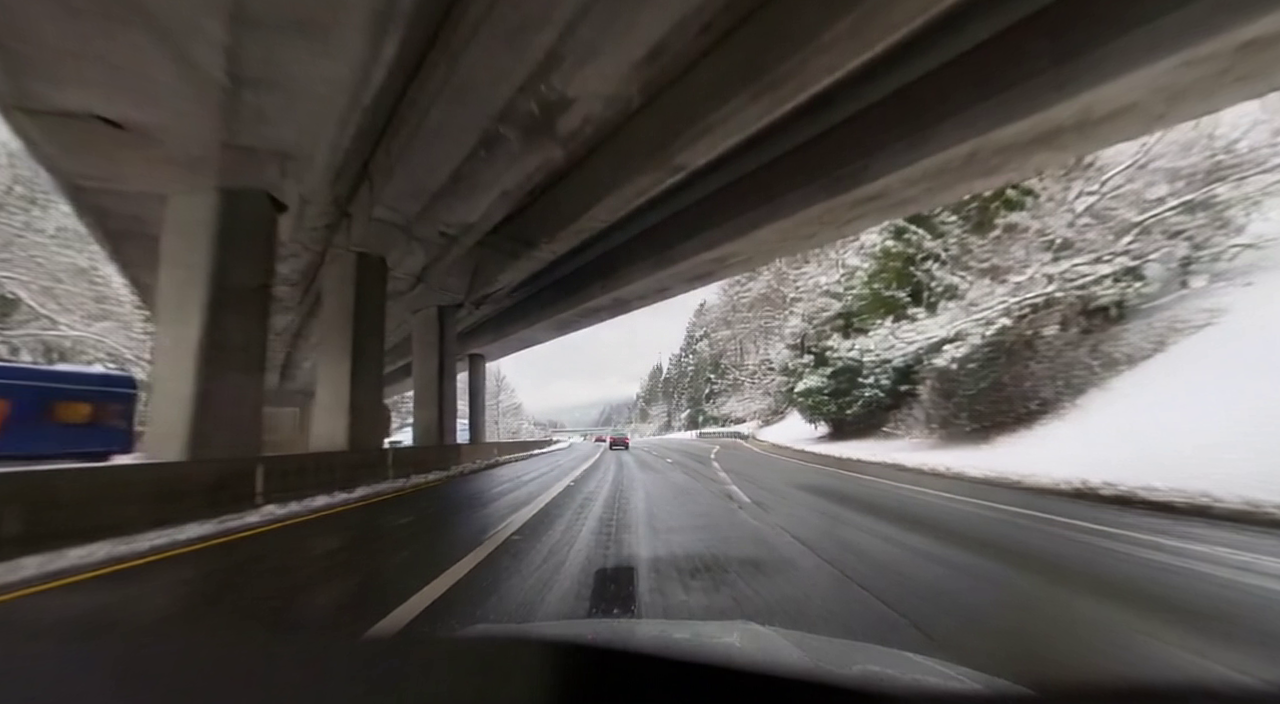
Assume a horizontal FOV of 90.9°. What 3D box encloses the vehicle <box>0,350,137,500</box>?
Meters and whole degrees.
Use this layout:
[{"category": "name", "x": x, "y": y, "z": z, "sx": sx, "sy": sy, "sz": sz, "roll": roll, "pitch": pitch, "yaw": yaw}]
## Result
[{"category": "vehicle", "x": -18.419, "y": 1.655, "z": 14.592, "sx": 2.869, "sy": 3.964, "sz": 13.316, "roll": 0, "pitch": -8, "yaw": -1}]
